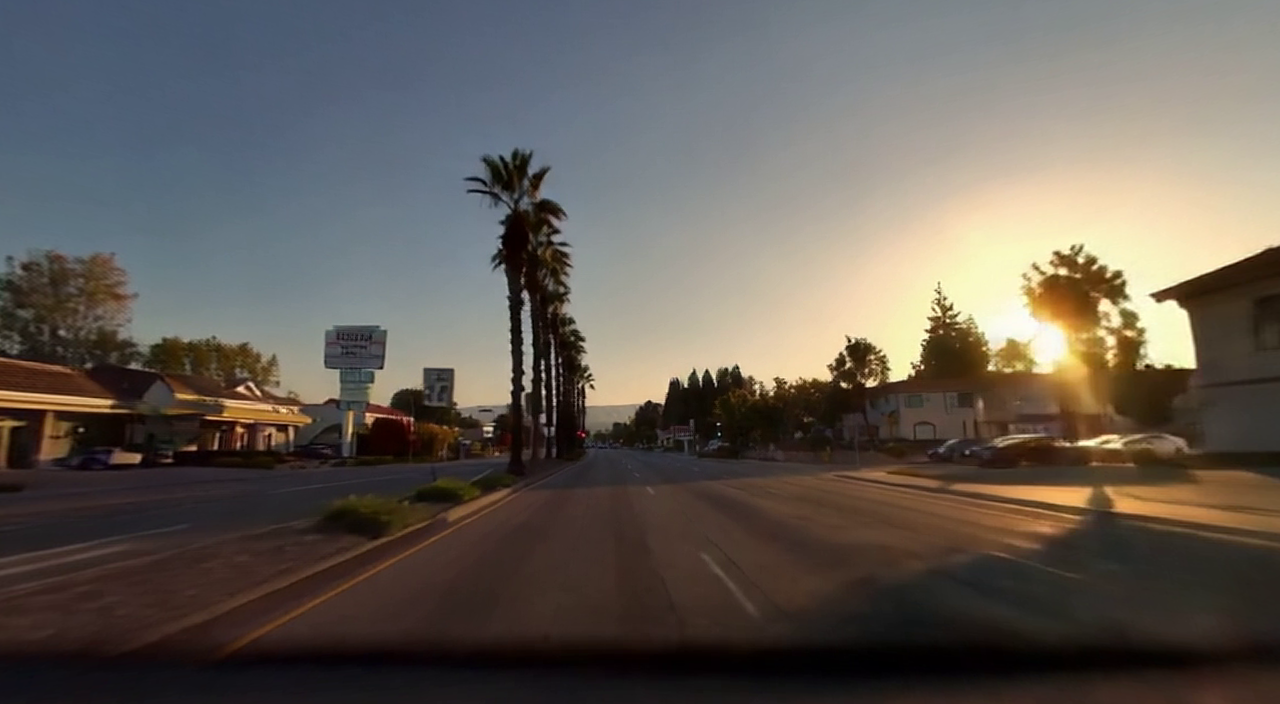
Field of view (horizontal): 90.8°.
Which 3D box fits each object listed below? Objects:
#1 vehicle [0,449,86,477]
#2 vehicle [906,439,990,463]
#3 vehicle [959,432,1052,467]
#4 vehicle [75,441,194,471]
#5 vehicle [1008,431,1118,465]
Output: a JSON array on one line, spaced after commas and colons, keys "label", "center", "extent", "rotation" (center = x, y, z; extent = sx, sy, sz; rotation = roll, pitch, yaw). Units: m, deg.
[{"label": "vehicle", "center": [-33.485, 6.059, 34.469], "extent": [4.527, 1.453, 2.006], "rotation": [0, -9, -3]}, {"label": "vehicle", "center": [19.543, 6.265, 40.155], "extent": [4.382, 1.463, 1.869], "rotation": [1, -8, -4]}, {"label": "vehicle", "center": [17.067, 4.582, 29.747], "extent": [1.852, 1.487, 3.896], "rotation": [0, -8, -4]}, {"label": "vehicle", "center": [-33.691, 6.946, 42.266], "extent": [5.621, 1.927, 2.501], "rotation": [0, -9, -3]}, {"label": "vehicle", "center": [19.871, 4.560, 29.969], "extent": [1.986, 1.454, 4.332], "rotation": [-1, -9, -4]}]
